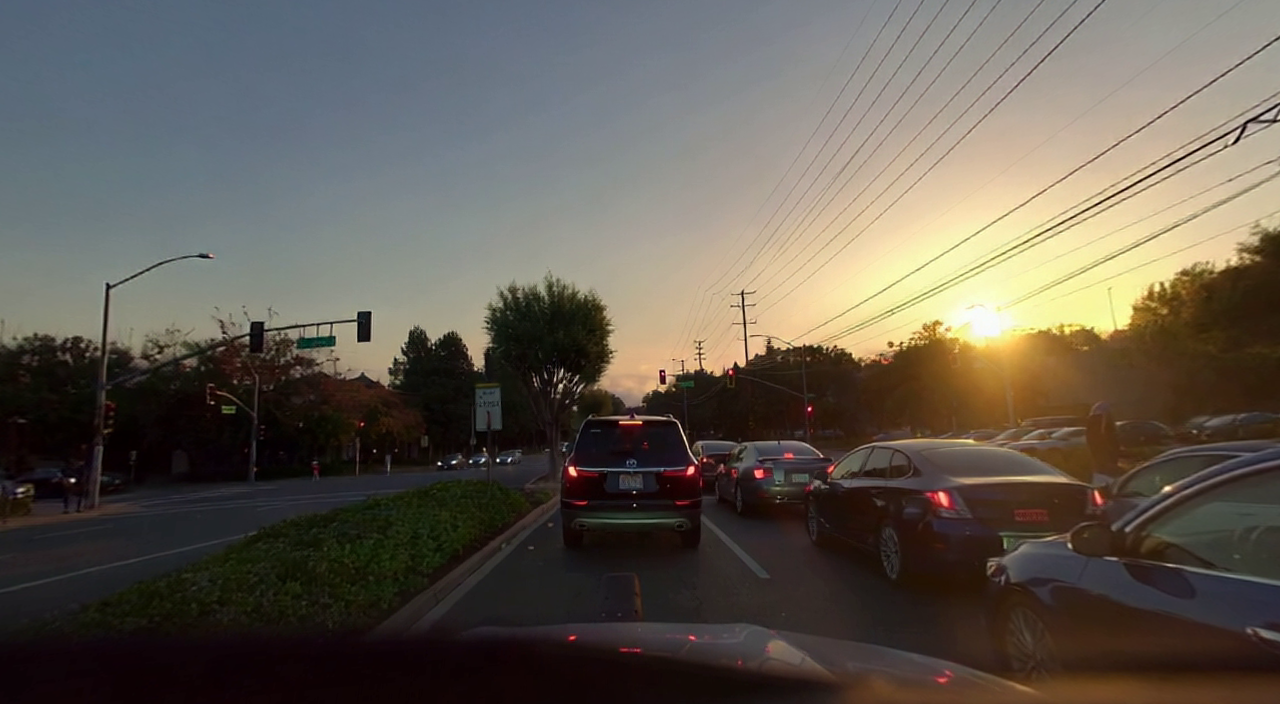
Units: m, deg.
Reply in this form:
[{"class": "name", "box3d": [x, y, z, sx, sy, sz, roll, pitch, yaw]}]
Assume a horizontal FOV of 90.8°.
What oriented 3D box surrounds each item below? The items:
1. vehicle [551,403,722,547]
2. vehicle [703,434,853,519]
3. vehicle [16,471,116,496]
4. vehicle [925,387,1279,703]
[{"class": "vehicle", "box3d": [-0.127, 1.970, 10.758, 2.236, 1.856, 4.816, 0, -9, -2]}, {"class": "vehicle", "box3d": [2.659, 2.523, 13.355, 2.025, 1.477, 4.333, 0, -9, -2]}, {"class": "vehicle", "box3d": [-38.349, 8.777, 42.308, 4.569, 1.505, 1.992, 0, -9, -5]}, {"class": "vehicle", "box3d": [2.729, 0.808, 1.571, 2.004, 1.460, 4.297, 0, -9, 0]}]
